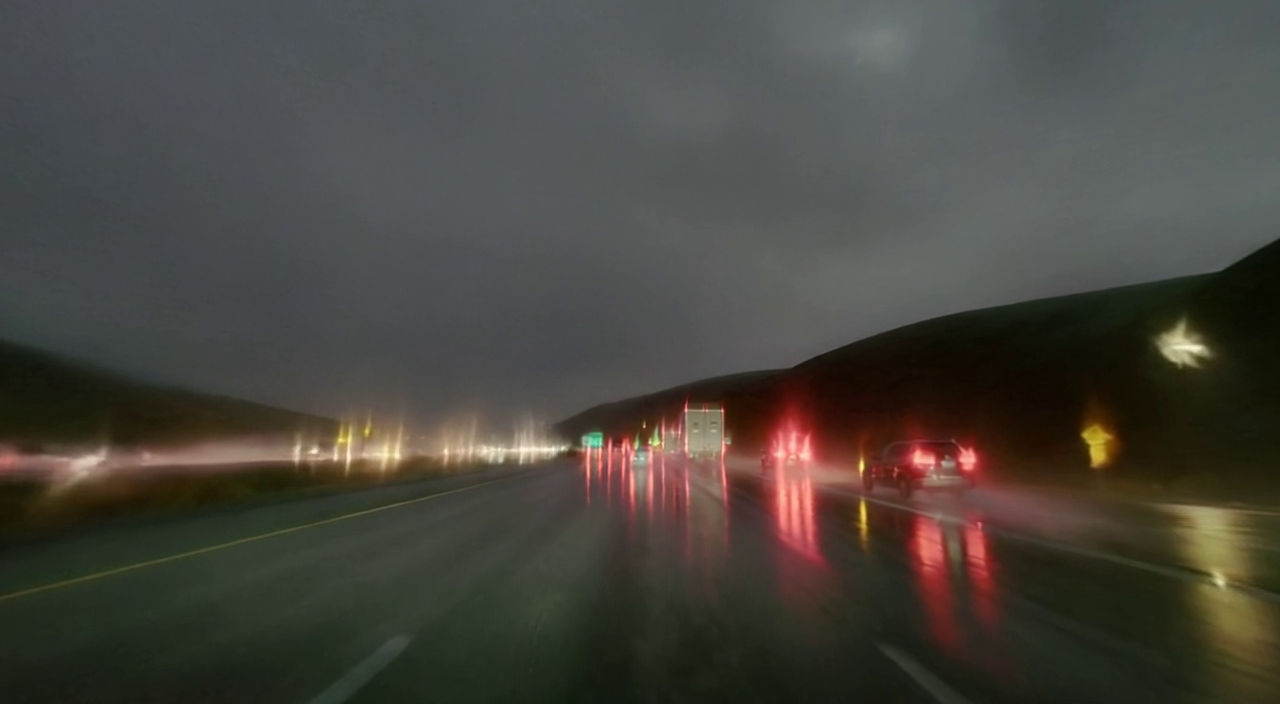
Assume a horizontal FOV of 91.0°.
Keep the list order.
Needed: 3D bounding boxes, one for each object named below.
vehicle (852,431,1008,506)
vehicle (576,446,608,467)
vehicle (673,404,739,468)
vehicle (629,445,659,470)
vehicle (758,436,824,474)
[{"bbox_3d":[7.339,2.976,16.565,2.044,1.676,4.421,0,-9,1],"label":"vehicle"},{"bbox_3d":[-3.627,7.965,48.190,2.132,1.506,4.256,0,-9,0],"label":"vehicle"},{"bbox_3d":[3.991,5.552,41.036,3.130,3.607,11.129,0,-9,0],"label":"vehicle"},{"bbox_3d":[0.216,6.914,41.461,1.866,1.492,3.932,0,-9,0],"label":"vehicle"},{"bbox_3d":[7.484,5.170,31.796,2.143,1.775,4.729,0,-9,0],"label":"vehicle"}]
